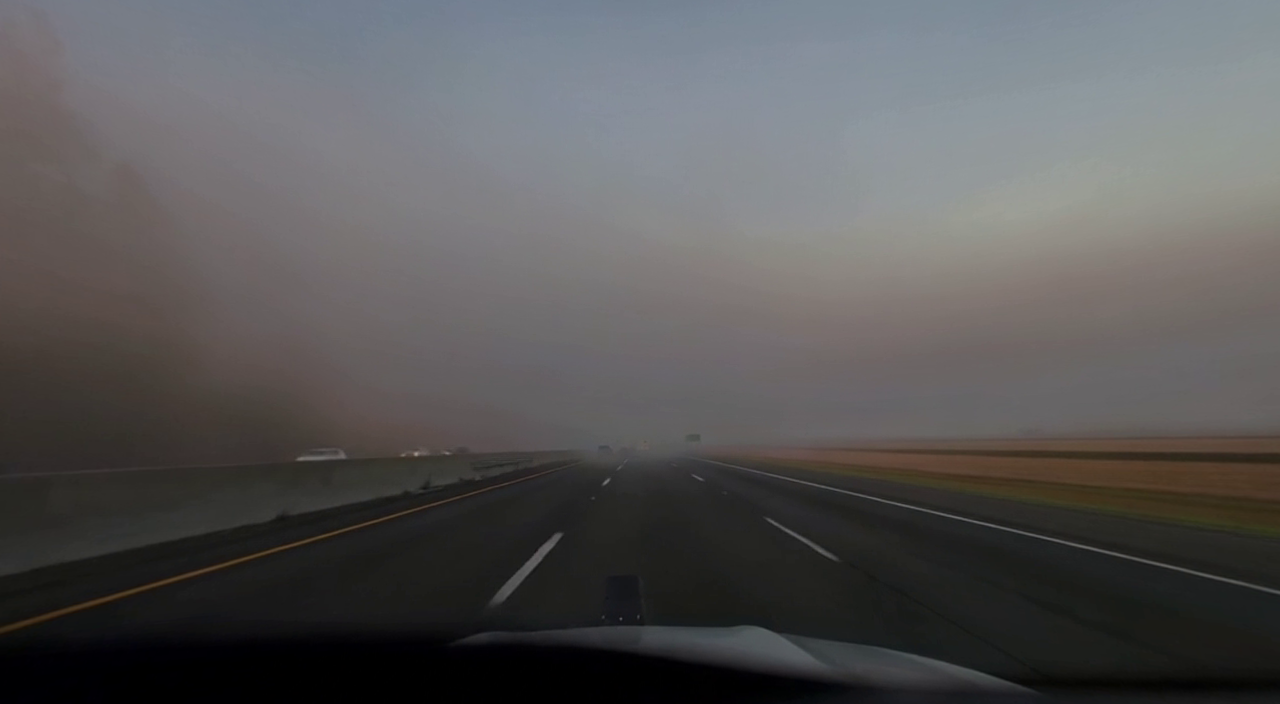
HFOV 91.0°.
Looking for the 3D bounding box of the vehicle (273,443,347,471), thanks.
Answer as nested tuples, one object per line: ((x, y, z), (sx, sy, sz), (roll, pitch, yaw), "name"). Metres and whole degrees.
((-24.643, 7.840, 47.357), (2.255, 1.945, 5.875), (0, -9, 1), "vehicle")
